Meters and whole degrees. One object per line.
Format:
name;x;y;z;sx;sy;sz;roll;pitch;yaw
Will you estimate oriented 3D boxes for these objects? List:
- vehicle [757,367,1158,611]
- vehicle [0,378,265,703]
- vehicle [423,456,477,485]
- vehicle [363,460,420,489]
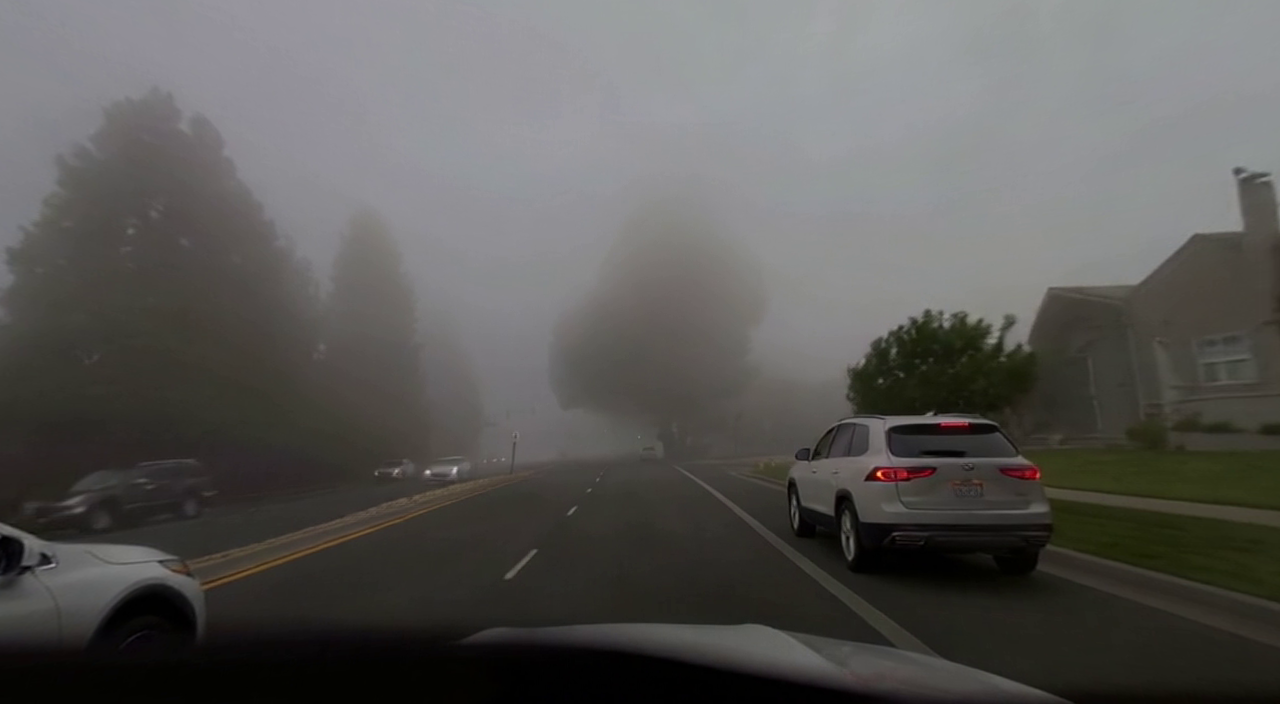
vehicle;3.227;1.585;8.245;2.338;2.063;5.592;0;-9;1
vehicle;-3.409;0.838;1.639;2.058;1.659;4.514;0;-9;0
vehicle;-11.028;6.870;36.897;1.928;1.482;4.649;0;-9;-3
vehicle;-14.488;7.136;37.009;1.839;1.496;4.338;0;-9;-4
